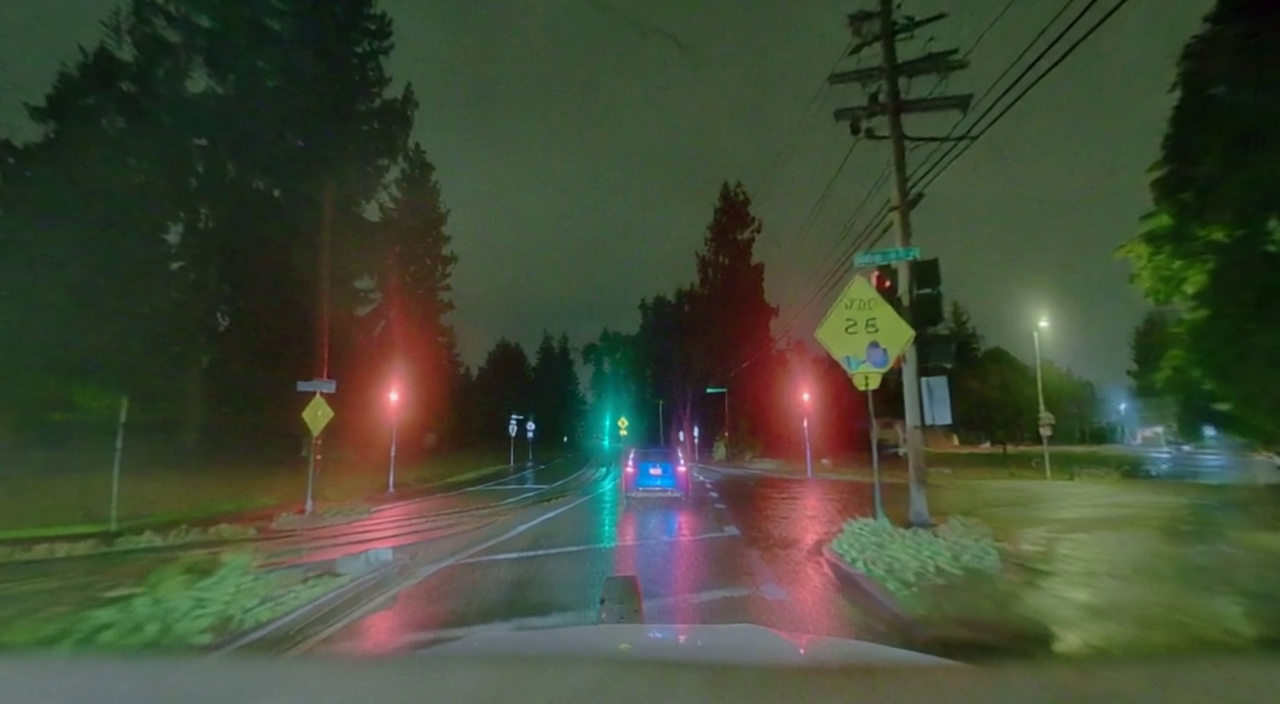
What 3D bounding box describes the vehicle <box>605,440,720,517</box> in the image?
[{"bbox_3d":[0.549,2.837,14.782,2.295,1.510,4.364,0,-8,3],"label":"vehicle"}]
